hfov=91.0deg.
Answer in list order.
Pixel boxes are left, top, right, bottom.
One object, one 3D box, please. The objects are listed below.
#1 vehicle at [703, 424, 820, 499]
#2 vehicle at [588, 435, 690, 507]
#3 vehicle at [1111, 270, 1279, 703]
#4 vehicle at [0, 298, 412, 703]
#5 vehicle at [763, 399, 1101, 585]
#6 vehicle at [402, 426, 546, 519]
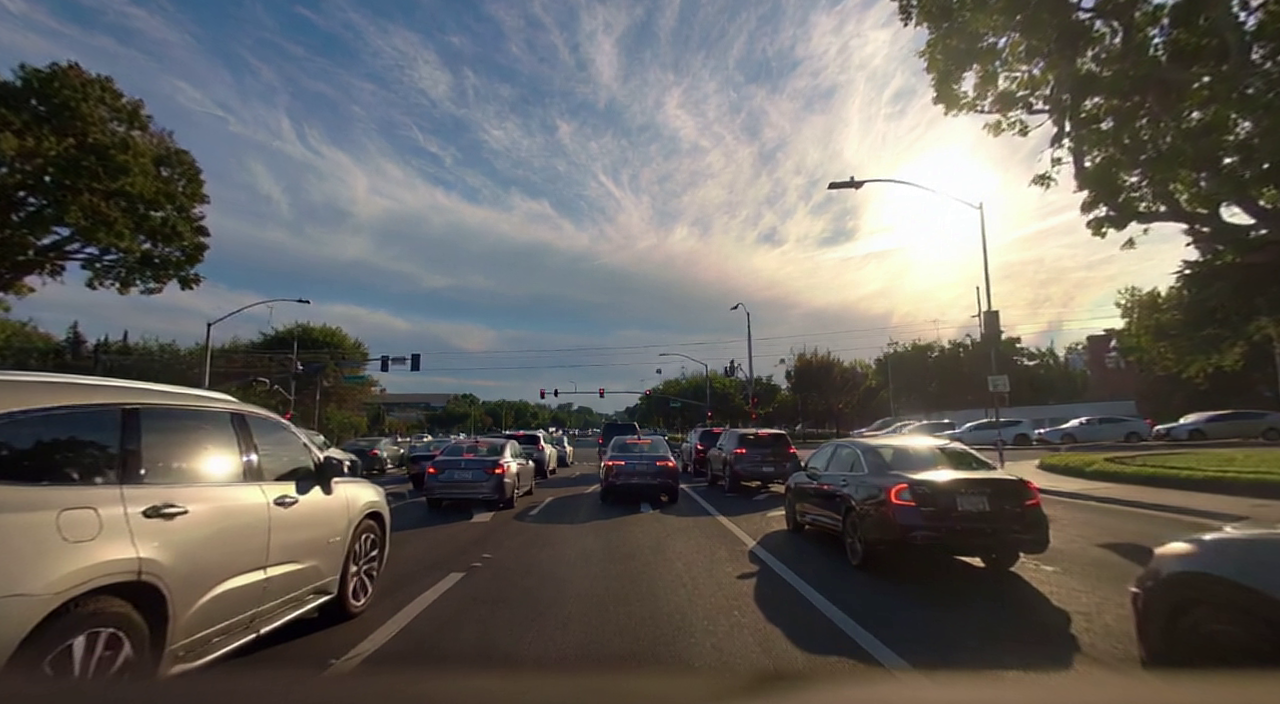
[{"bbox_3d":[2.961,2.786,16.356,2.106,1.667,4.101,0,-8,-2],"label":"vehicle"},{"bbox_3d":[-0.093,2.698,14.756,2.076,1.438,3.770,0,-8,-2],"label":"vehicle"},{"bbox_3d":[3.339,0.383,0.454,2.111,1.839,4.857,0,-8,-1],"label":"vehicle"},{"bbox_3d":[-3.246,0.961,3.833,2.079,1.756,4.676,0,-8,-2],"label":"vehicle"},{"bbox_3d":[3.125,1.603,8.042,2.074,1.685,4.387,0,-8,-2],"label":"vehicle"},{"bbox_3d":[-3.140,2.368,12.908,1.896,1.546,4.378,0,-8,-2],"label":"vehicle"}]
